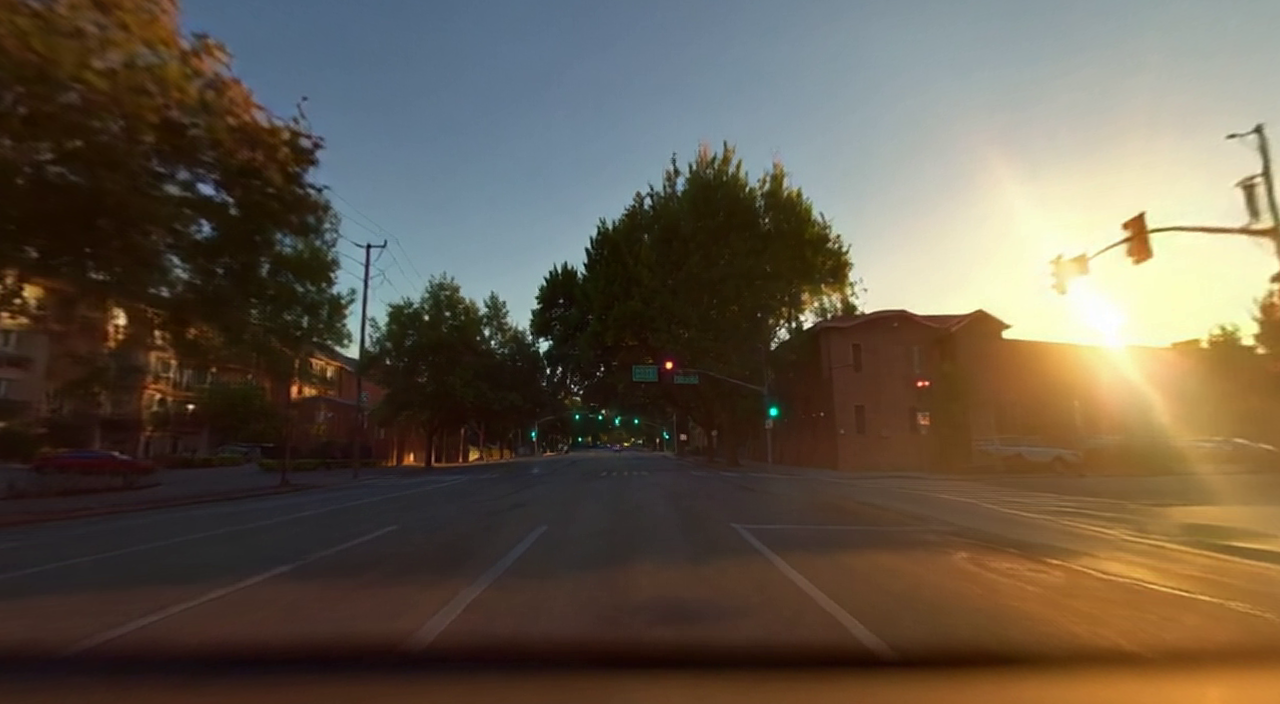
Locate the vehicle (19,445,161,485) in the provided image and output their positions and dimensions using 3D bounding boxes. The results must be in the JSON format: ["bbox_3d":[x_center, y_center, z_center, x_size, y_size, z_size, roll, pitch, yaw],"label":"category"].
[{"bbox_3d":[-25.865,5.329,29.877,4.577,1.584,2.000,3,-7,-7],"label":"vehicle"}]
